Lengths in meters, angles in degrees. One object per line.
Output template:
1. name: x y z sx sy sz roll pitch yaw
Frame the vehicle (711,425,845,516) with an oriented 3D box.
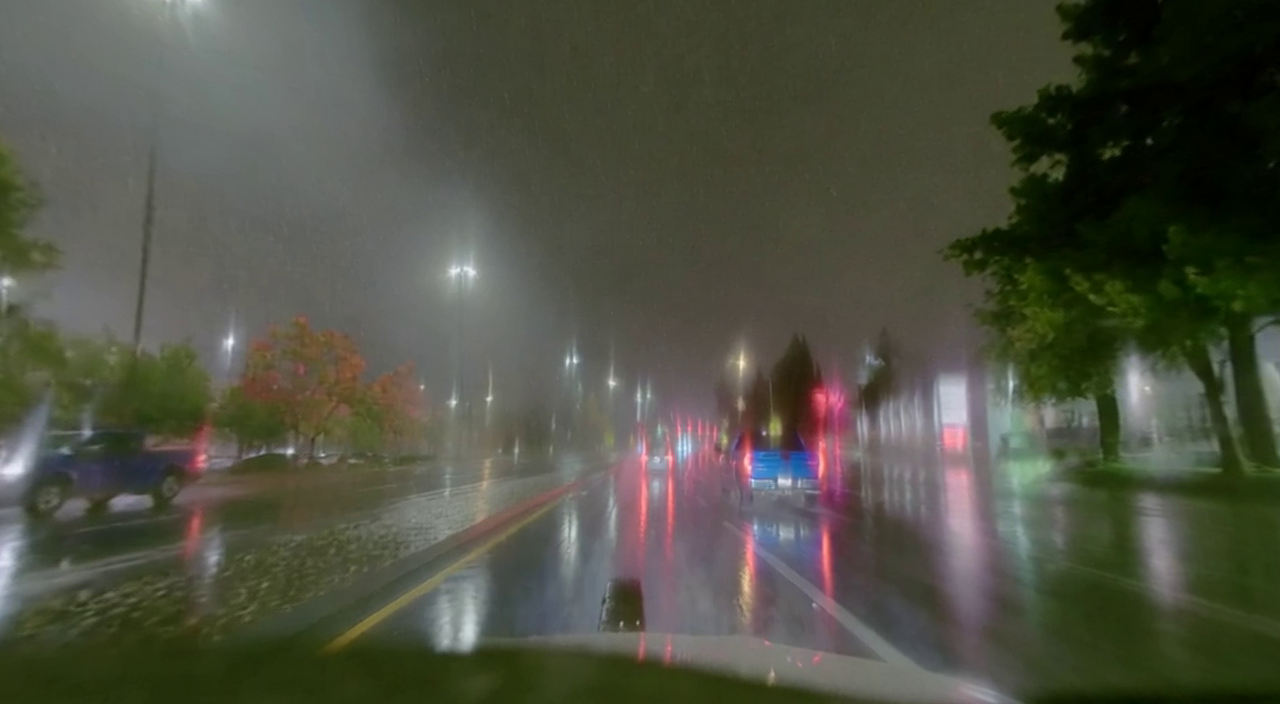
1. vehicle: 3.311 2.983 16.523 2.367 1.919 5.651 0 -8 1

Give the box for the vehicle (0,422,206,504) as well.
1. vehicle: -14.376 2.833 16.575 2.154 1.806 5.096 0 -8 1

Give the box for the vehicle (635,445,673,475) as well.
1. vehicle: 0.800 5.933 34.865 1.968 1.521 4.262 0 -8 2
